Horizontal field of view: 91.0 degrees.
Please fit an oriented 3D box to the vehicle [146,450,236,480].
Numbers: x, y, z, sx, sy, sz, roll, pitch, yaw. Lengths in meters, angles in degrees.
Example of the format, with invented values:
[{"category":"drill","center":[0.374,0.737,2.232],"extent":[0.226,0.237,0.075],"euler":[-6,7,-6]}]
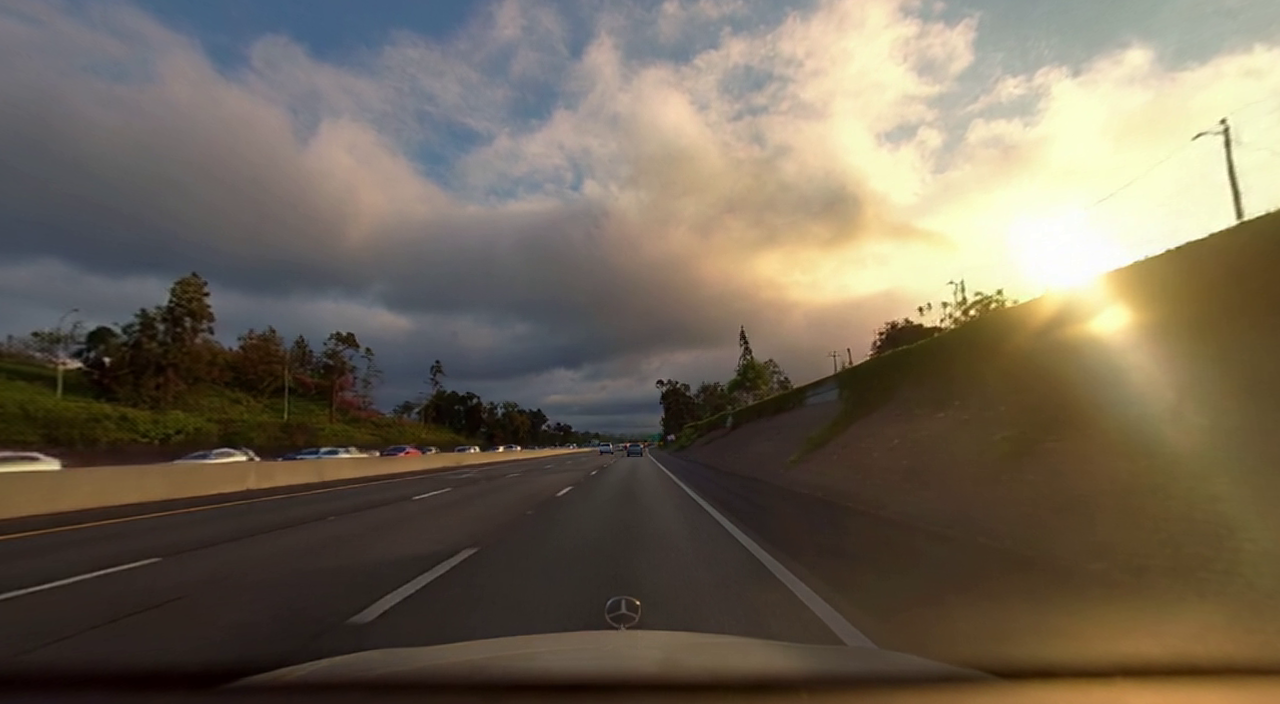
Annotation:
[{"category":"vehicle","center":[-26.405,6.634,37.266],"extent":[1.878,1.595,4.589],"euler":[0,-9,0]}]
